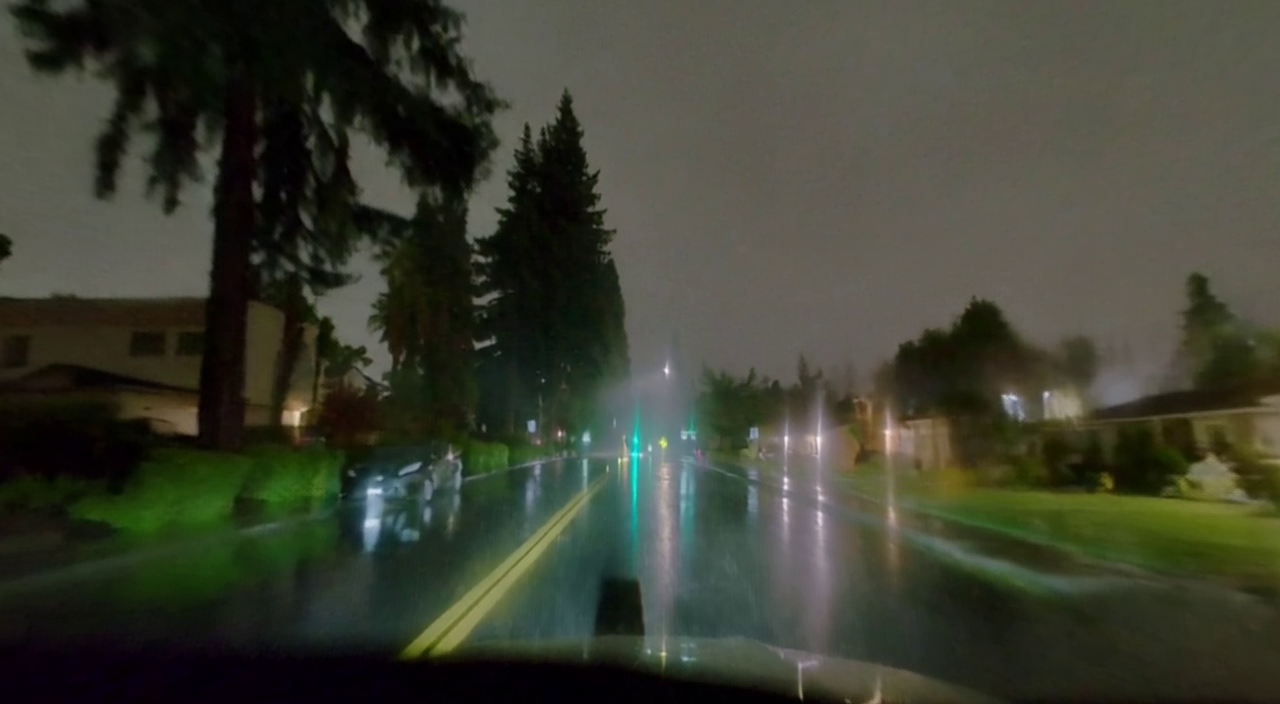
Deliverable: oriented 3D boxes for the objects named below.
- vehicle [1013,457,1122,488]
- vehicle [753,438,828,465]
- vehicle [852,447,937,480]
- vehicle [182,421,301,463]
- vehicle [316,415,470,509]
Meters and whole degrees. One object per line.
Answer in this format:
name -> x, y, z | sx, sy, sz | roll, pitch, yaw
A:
vehicle -> 21.601, 6.115, 32.098 | 4.337, 1.453, 1.814 | -6, -10, 29
vehicle -> 10.934, 7.189, 45.804 | 4.854, 1.771, 2.123 | -4, -7, 28
vehicle -> 14.500, 6.310, 36.010 | 4.231, 1.493, 1.941 | -1, -8, 30
vehicle -> -17.184, 3.895, 27.204 | 4.742, 1.495, 1.963 | -7, -9, 23
vehicle -> -5.910, 2.800, 15.710 | 1.924, 1.765, 4.542 | -7, -12, 0
